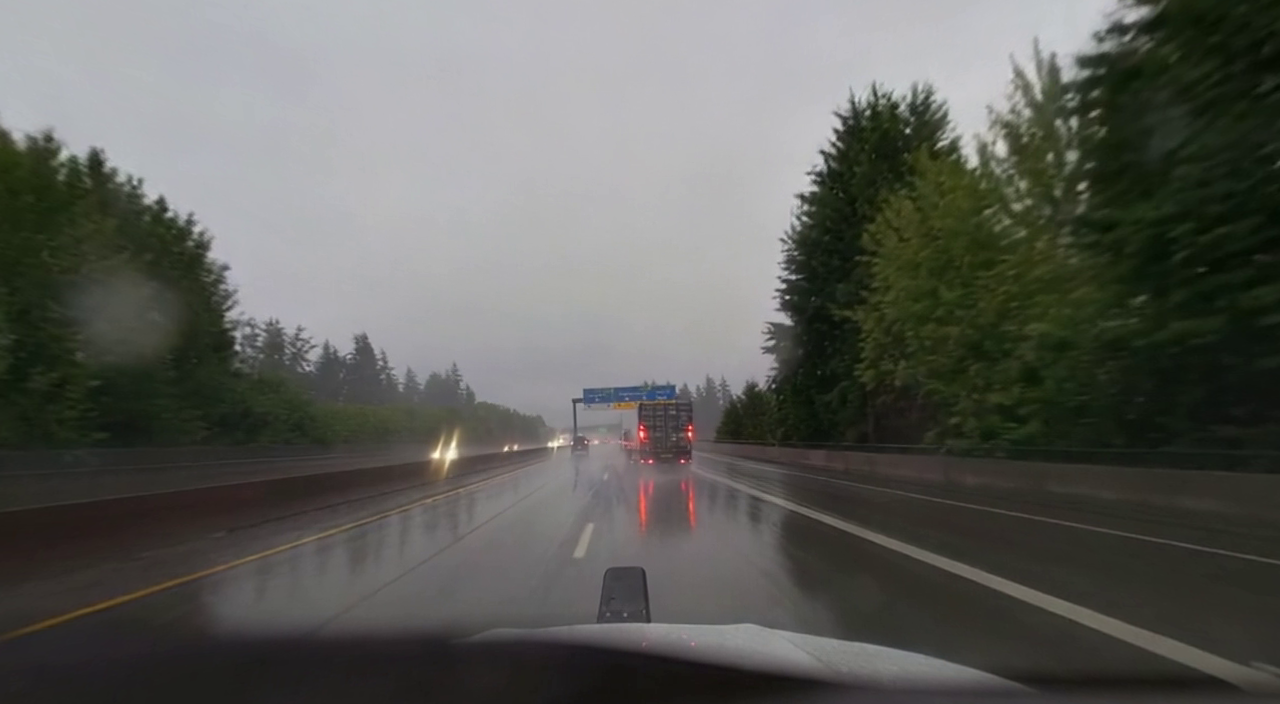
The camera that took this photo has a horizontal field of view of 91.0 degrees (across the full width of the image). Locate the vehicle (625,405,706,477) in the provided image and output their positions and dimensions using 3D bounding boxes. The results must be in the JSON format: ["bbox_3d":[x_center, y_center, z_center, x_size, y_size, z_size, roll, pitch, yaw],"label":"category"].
[{"bbox_3d":[0.799,3.510,24.894,2.677,2.439,6.402,0,-8,-3],"label":"vehicle"}]

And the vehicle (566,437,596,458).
[{"bbox_3d":[-4.518,7.378,48.622,2.114,1.504,3.924,0,-8,-2],"label":"vehicle"}]
